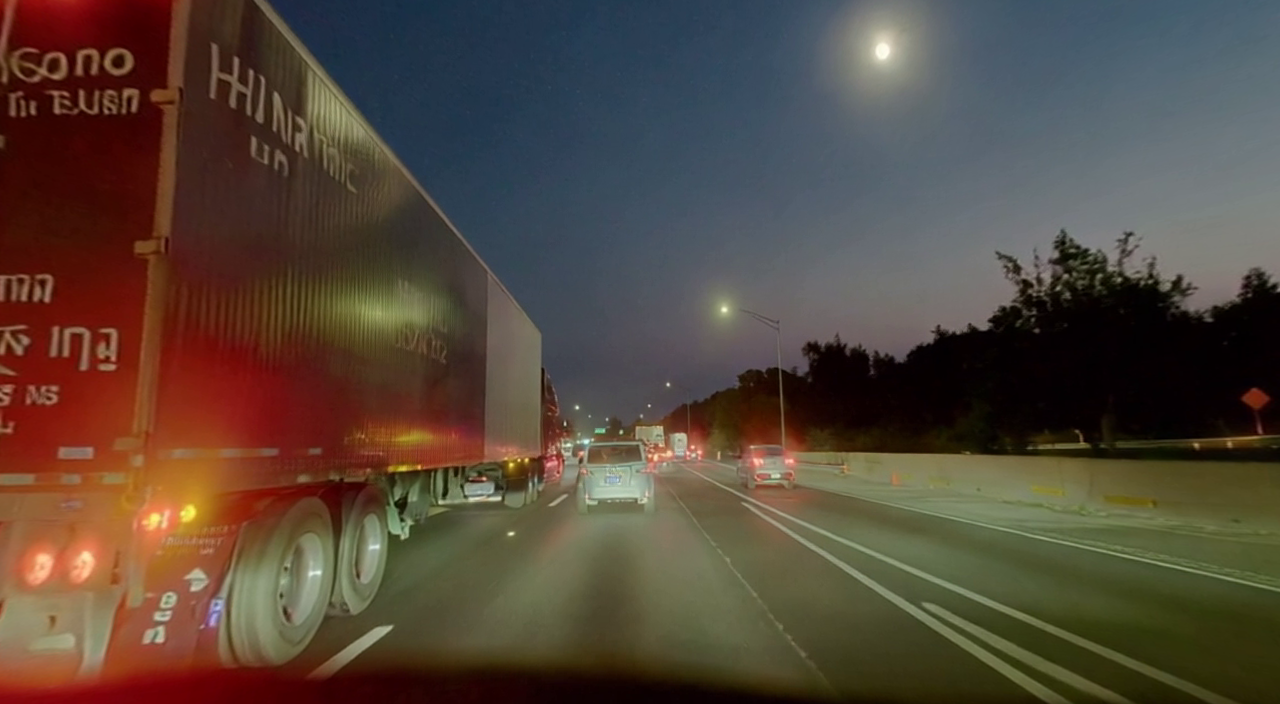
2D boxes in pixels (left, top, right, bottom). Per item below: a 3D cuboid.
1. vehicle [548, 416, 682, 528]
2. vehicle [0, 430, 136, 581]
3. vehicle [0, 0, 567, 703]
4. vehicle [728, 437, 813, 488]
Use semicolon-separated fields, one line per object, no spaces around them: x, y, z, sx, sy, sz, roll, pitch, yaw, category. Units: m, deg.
-0.361;2.233;12.176;2.152;1.779;3.924;0;-9;1;vehicle
-7.300;1.403;5.504;2.013;1.466;4.563;0;-9;0;vehicle
-3.722;0.870;11.098;2.857;4.063;16.026;0;-8;0;vehicle
4.406;3.780;21.911;1.937;1.601;3.798;0;-9;-3;vehicle
